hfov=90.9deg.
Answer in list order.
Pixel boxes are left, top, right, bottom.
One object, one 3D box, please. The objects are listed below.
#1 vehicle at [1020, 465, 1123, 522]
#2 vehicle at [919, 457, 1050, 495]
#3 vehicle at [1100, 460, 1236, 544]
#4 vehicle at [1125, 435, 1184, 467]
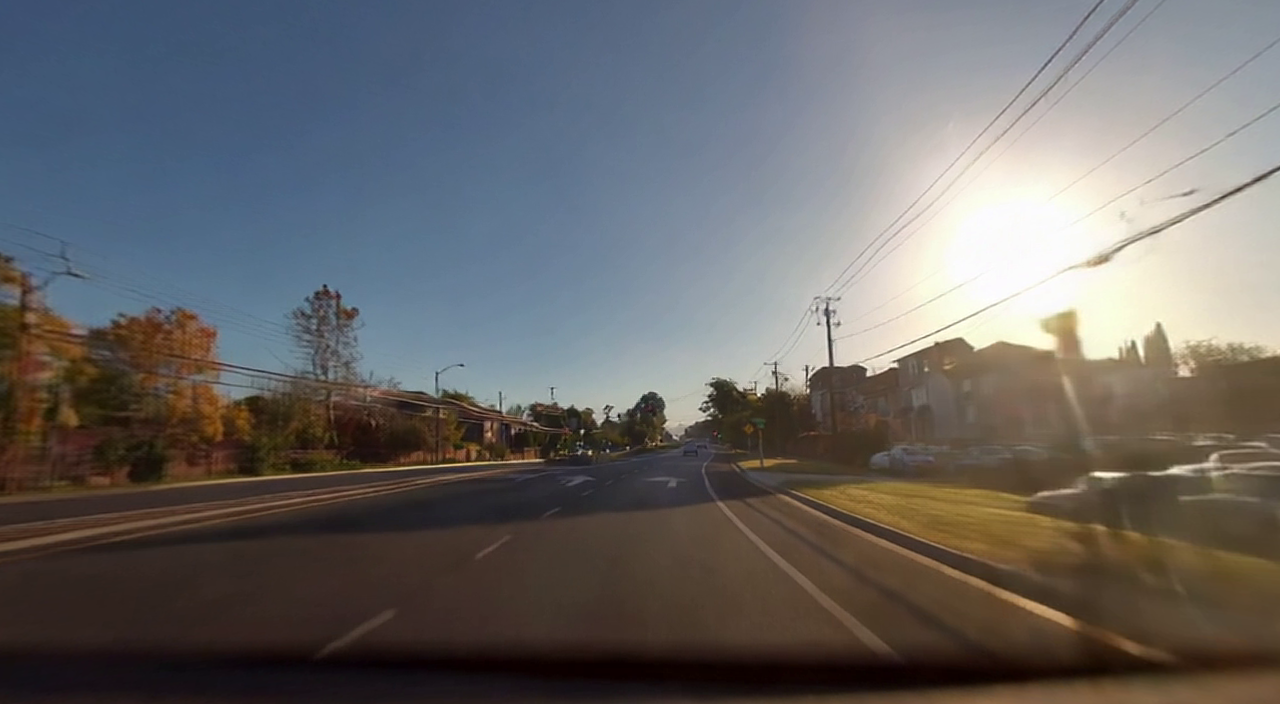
[{"bbox_3d":[13.776,4.380,20.017,1.862,1.457,4.340,-8,-12,44],"label":"vehicle"},{"bbox_3d":[15.318,5.489,28.243,1.885,1.433,4.719,7,-11,-39],"label":"vehicle"},{"bbox_3d":[13.575,3.684,16.102,4.456,1.693,2.017,8,-12,-43],"label":"vehicle"},{"bbox_3d":[33.988,6.491,41.580,4.791,1.501,1.930,0,-11,-41],"label":"vehicle"}]
